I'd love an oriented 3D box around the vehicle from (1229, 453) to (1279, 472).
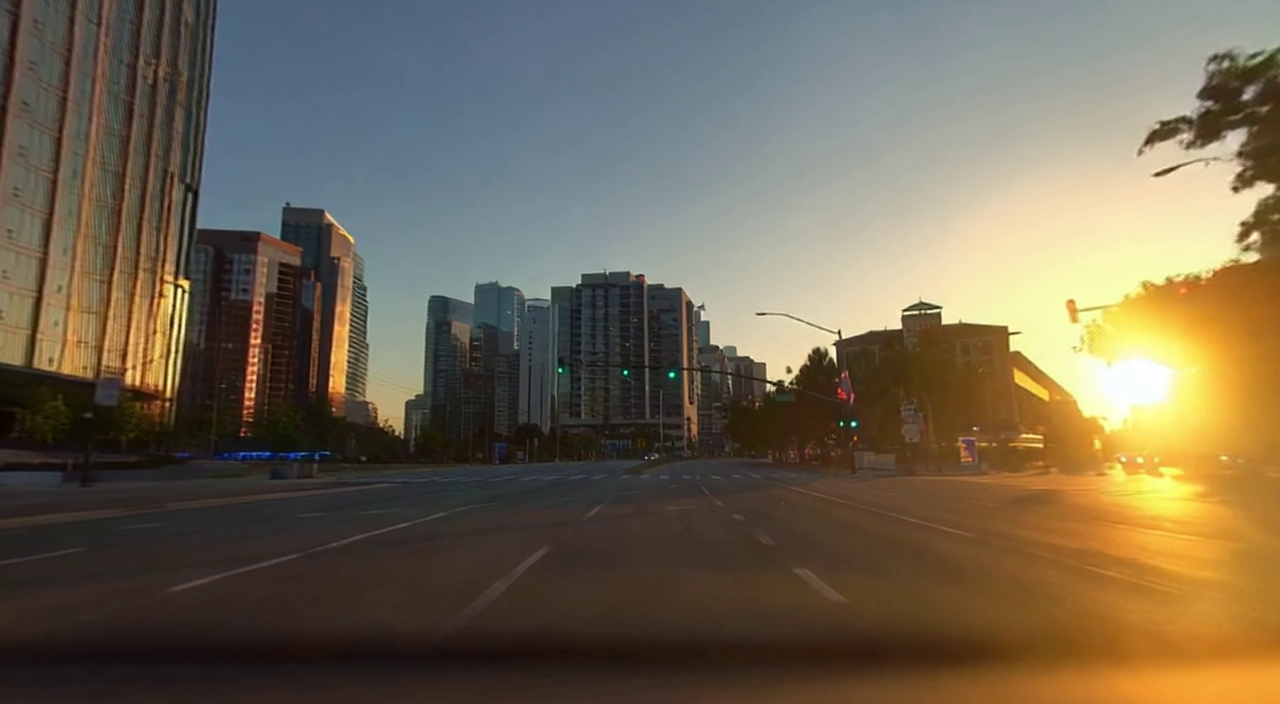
[{"bbox_3d":[48.631,8.637,49.473,4.341,1.400,1.849,4,-10,-27],"label":"vehicle"}]
